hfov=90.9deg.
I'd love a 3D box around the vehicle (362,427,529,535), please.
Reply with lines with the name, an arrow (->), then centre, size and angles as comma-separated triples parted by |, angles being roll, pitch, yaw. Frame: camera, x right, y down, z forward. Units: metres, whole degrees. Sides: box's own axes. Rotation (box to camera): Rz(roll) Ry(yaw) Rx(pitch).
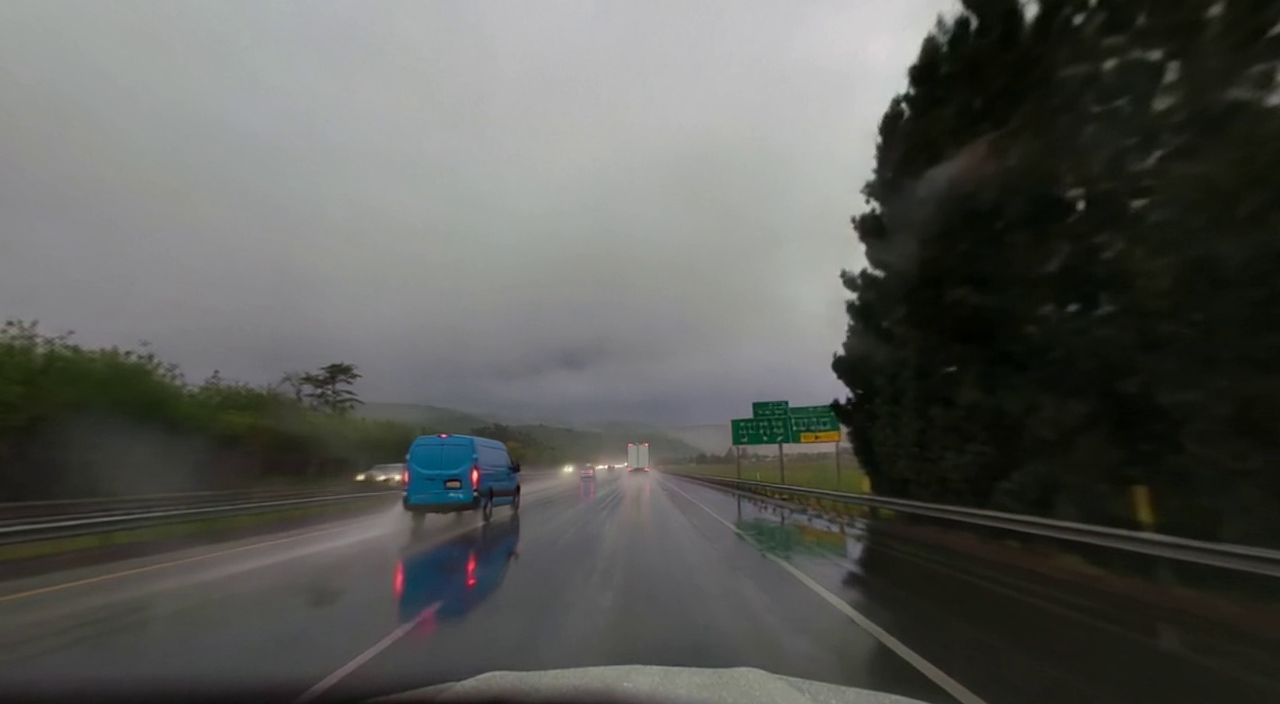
vehicle -> -4.066, 2.856, 14.254 | 2.208, 1.973, 4.716 | 0, -10, 0
